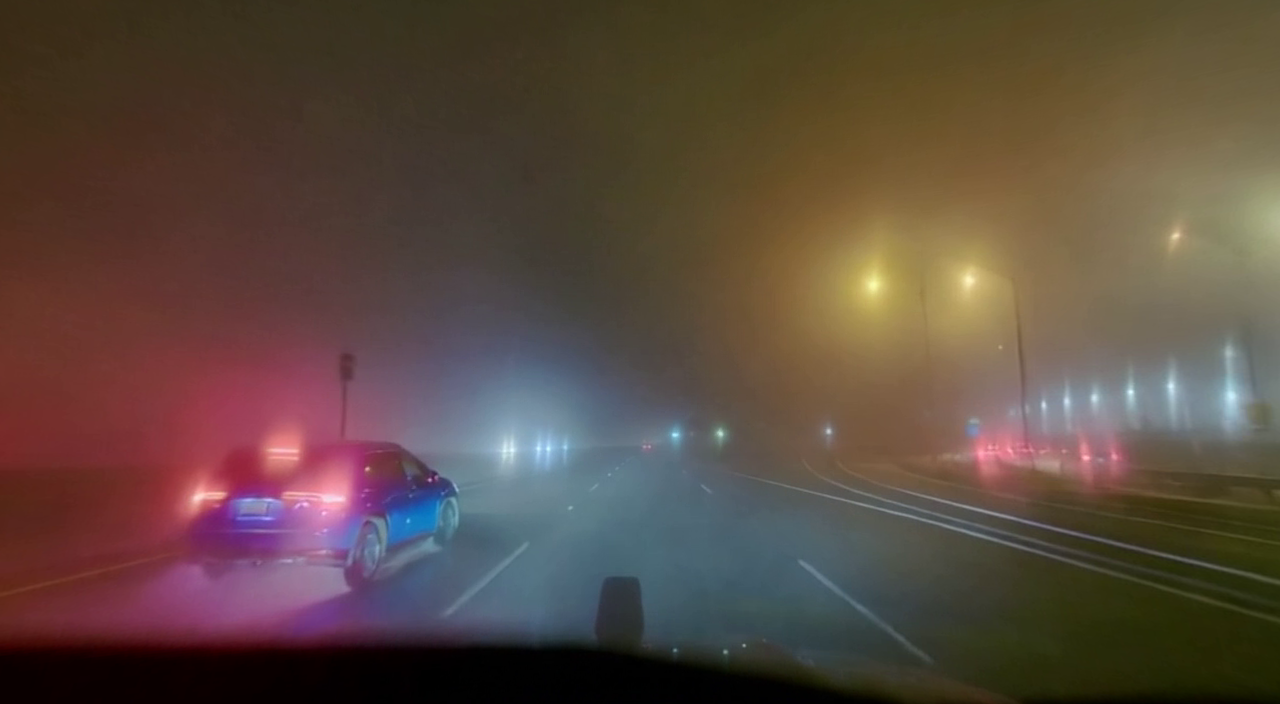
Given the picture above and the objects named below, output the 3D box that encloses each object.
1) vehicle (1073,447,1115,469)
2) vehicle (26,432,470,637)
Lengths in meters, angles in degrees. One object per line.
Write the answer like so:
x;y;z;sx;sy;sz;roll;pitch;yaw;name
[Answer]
35.258;8.178;48.884;2.090;1.623;4.125;-7;-11;41;vehicle
-3.474;1.662;6.783;2.044;1.478;4.114;0;-9;1;vehicle
